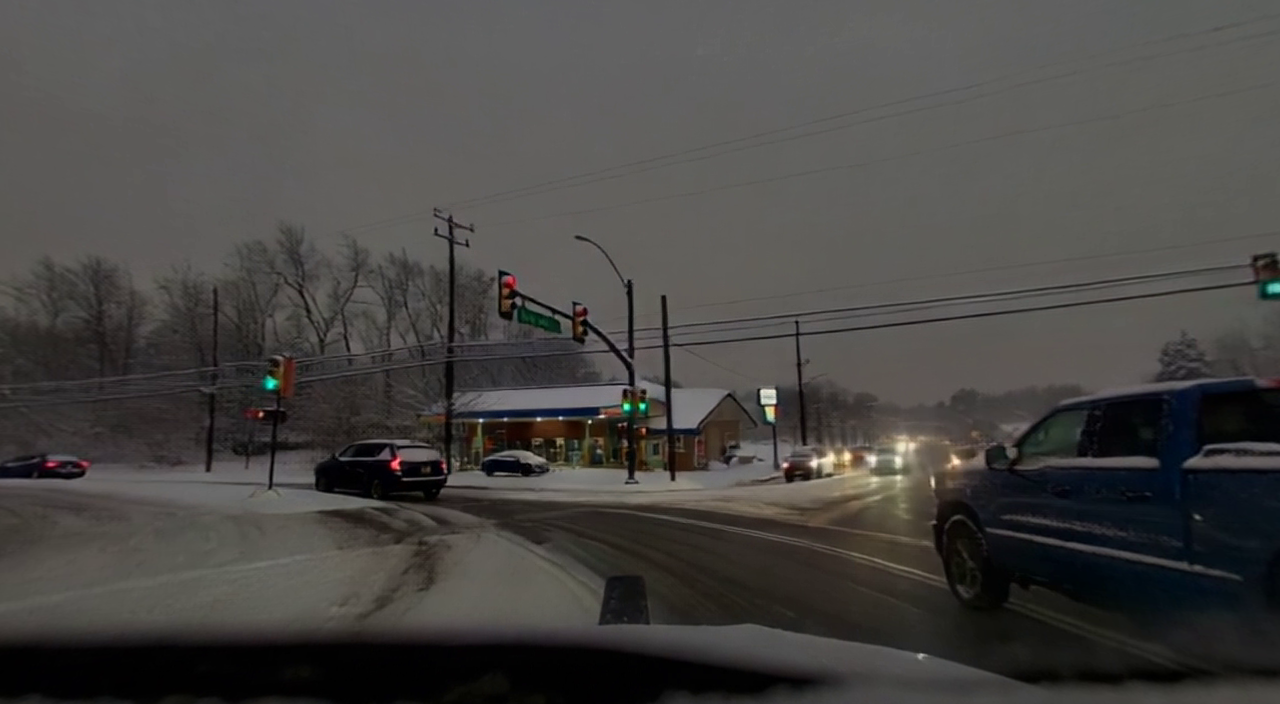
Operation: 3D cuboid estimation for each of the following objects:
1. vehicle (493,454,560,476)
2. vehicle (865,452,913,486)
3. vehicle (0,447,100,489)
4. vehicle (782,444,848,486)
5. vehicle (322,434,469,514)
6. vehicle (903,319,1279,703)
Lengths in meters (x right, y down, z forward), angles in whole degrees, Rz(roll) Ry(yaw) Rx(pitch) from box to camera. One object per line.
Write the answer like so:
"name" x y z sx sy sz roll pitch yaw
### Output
"vehicle" -8.157 8.121 45.533 4.495 1.399 1.715 6 -10 -36
"vehicle" 12.438 5.757 31.301 1.856 1.448 4.455 -4 -9 25
"vehicle" -26.424 5.067 27.867 4.498 1.725 1.921 -4 -9 24
"vehicle" 8.916 5.596 31.762 2.303 1.895 5.301 -4 -9 24
"vehicle" -6.824 3.218 17.303 2.141 1.842 4.889 7 -11 -40
"vehicle" 3.713 0.910 3.598 2.036 1.818 5.192 0 -8 -2
